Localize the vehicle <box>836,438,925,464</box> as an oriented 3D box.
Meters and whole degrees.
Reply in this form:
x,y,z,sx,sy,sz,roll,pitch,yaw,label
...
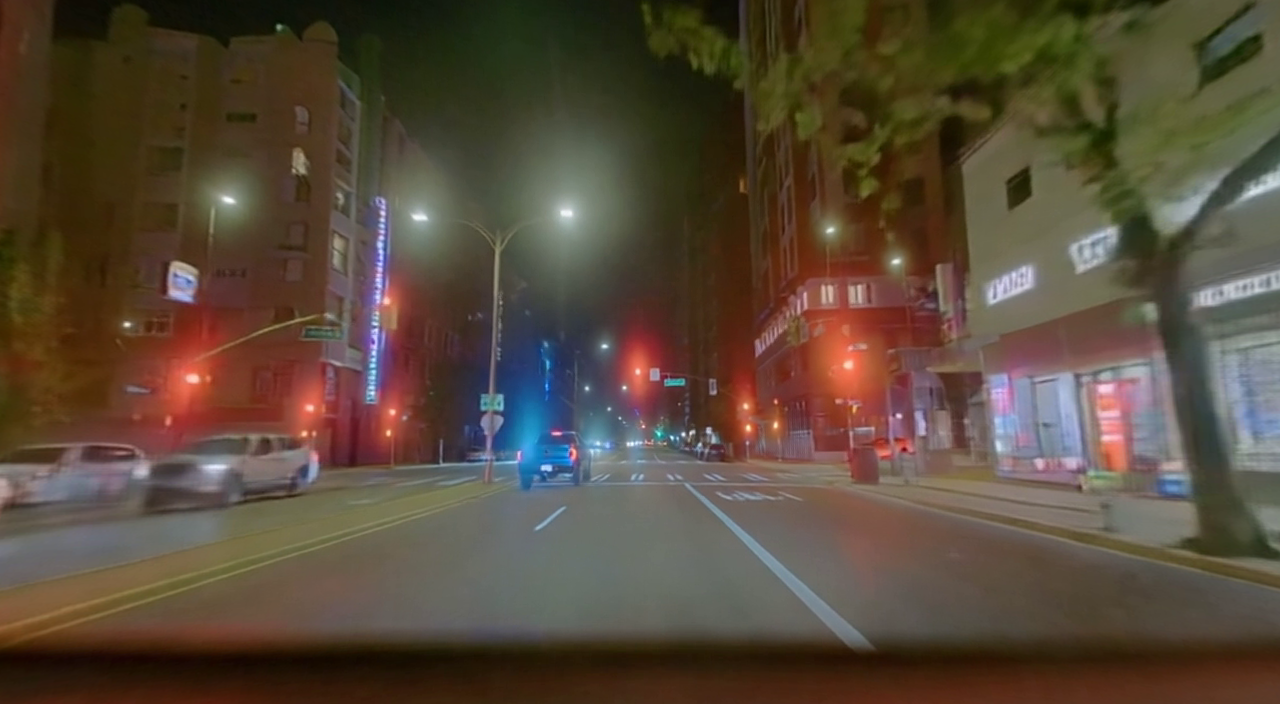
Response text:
x,y,z,sx,sy,sz,roll,pitch,yaw,label
14.004,5.788,36.921,4.447,1.484,1.928,0,-9,1,vehicle

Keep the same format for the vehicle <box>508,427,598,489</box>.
x,y,z,sx,sy,sz,roll,pitch,yaw,label
-2.726,3.523,21.297,2.197,1.786,5.365,0,-9,1,vehicle

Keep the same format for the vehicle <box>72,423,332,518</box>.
x,y,z,sx,sy,sz,roll,pitch,yaw,label
-10.206,2.814,15.556,2.315,1.892,5.668,0,-9,0,vehicle

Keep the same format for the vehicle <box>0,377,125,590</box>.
x,y,z,sx,sy,sz,roll,pitch,yaw,label
-7.115,0.985,4.270,2.308,1.961,5.807,0,-9,0,vehicle
